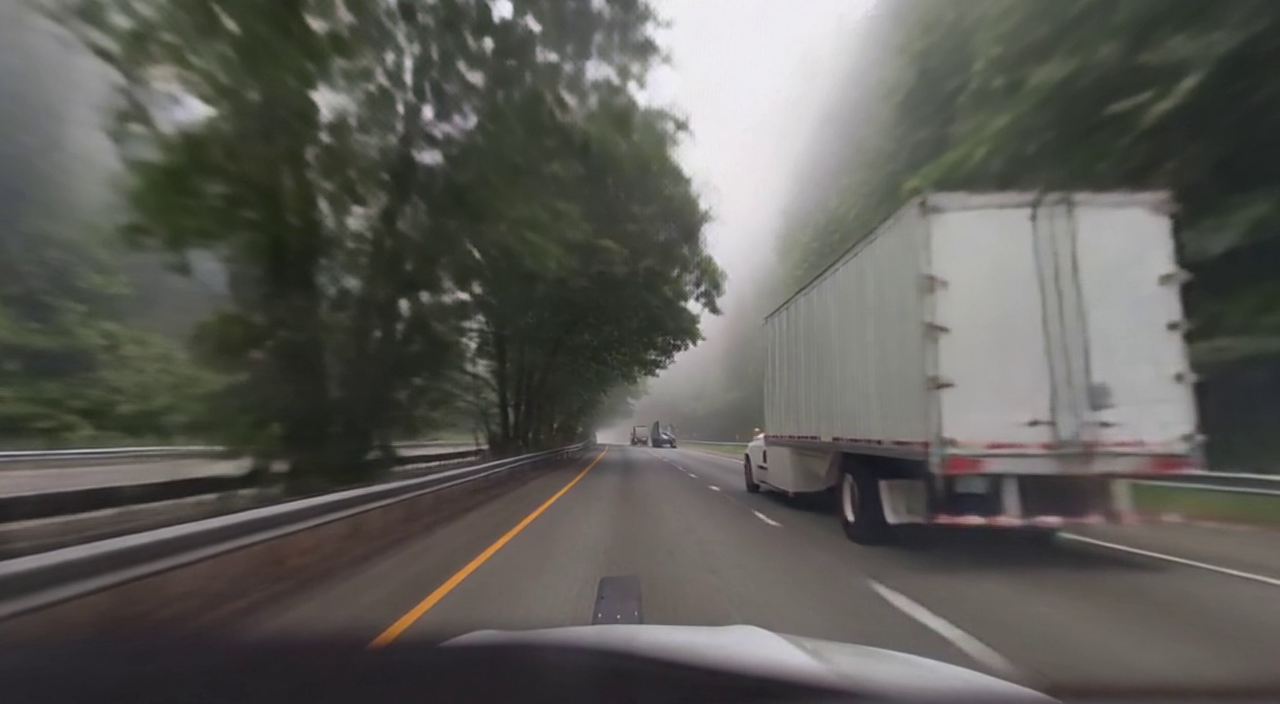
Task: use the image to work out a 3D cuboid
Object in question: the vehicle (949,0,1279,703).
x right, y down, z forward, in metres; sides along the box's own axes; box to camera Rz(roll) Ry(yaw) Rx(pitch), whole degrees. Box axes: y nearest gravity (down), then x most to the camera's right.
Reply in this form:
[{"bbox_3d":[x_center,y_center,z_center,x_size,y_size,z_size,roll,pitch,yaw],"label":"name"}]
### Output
[{"bbox_3d":[4.334,-0.433,1.327,2.861,3.991,8.583,0,-8,-1],"label":"vehicle"}]
